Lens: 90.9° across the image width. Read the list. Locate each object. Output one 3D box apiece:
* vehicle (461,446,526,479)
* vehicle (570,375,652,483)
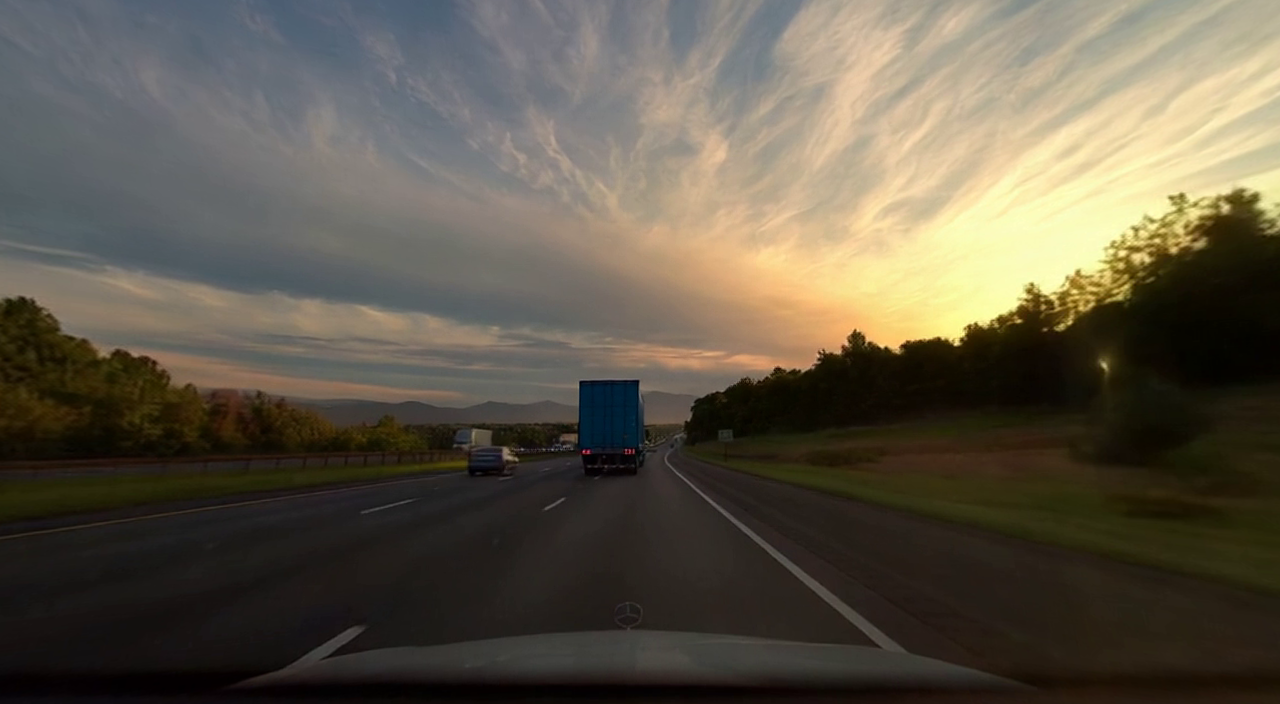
[{"bbox_3d":[-6.799,5.166,29.718,1.967,1.420,4.473,0,-9,1],"label":"vehicle"},{"bbox_3d":[-0.970,4.016,31.375,2.851,4.098,14.436,0,-9,2],"label":"vehicle"}]
